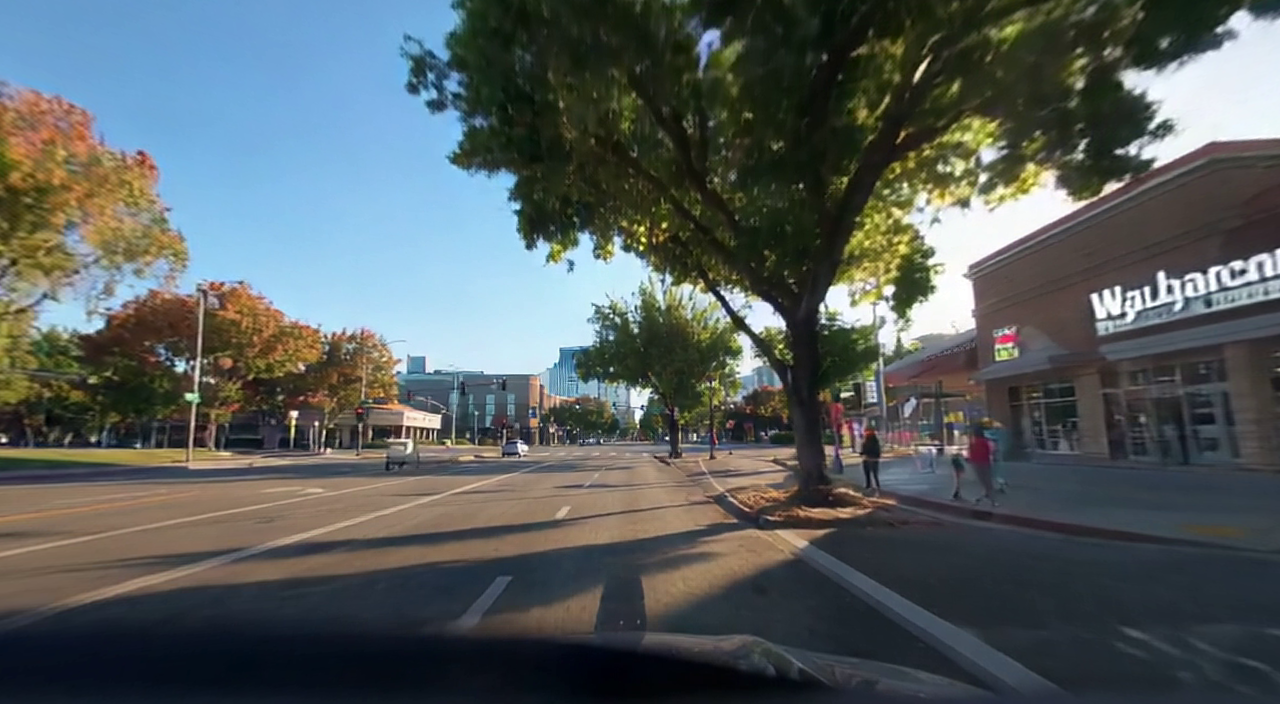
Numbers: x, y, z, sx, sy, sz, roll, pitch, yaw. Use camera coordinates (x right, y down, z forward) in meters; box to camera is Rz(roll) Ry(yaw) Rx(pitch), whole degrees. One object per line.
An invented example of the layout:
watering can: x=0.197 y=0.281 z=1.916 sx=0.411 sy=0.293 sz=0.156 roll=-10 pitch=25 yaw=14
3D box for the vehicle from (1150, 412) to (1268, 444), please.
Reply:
vehicle: x=32.474 y=4.374 z=36.025 sx=4.763 sy=1.725 sz=2.082 roll=0 pitch=-9 yaw=-3
